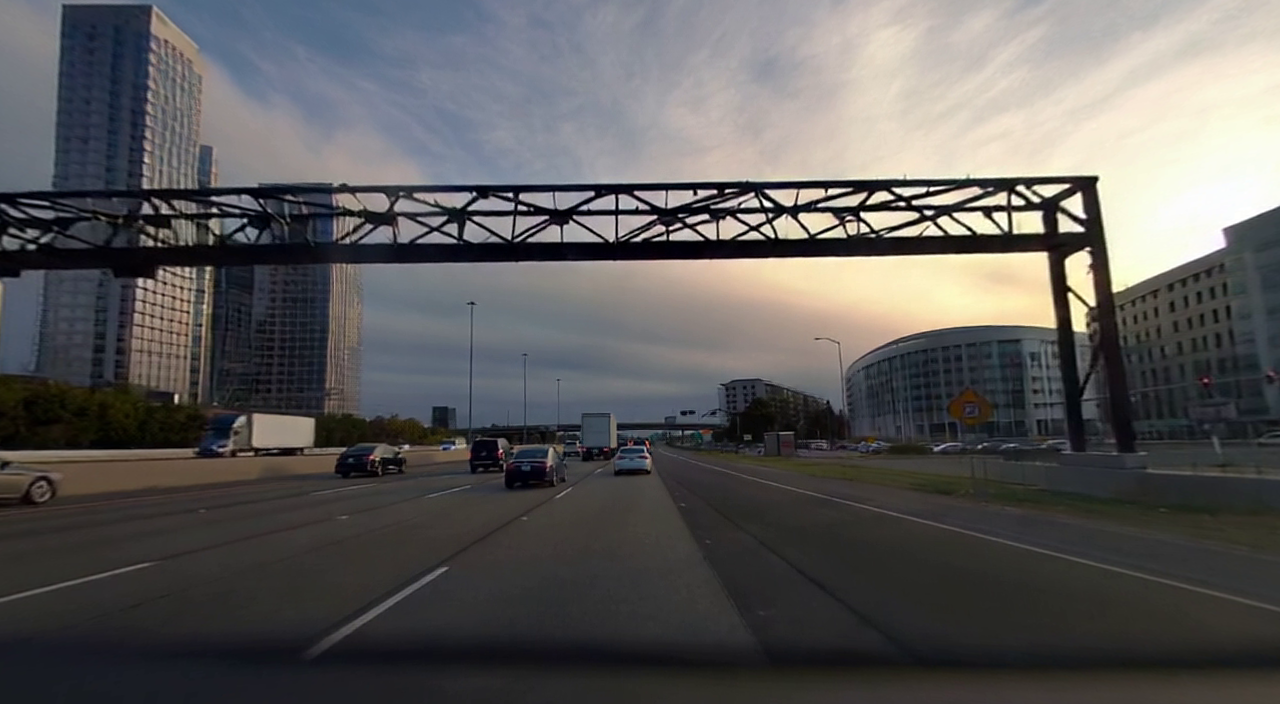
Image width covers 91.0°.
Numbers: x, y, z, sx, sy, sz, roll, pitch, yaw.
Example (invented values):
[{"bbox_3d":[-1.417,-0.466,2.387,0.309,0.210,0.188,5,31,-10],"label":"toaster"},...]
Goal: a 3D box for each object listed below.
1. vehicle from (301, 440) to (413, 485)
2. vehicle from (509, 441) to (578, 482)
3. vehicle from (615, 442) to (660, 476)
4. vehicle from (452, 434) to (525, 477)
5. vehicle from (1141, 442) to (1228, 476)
[{"bbox_3d":[-10.517,4.119,23.849,1.987,1.495,4.710,0,-8,1],"label":"vehicle"},{"bbox_3d":[-3.762,4.361,25.363,2.016,1.497,4.235,0,-8,1],"label":"vehicle"},{"bbox_3d":[-0.120,5.067,29.960,1.991,1.488,3.922,0,-8,0],"label":"vehicle"},{"bbox_3d":[-6.980,4.828,29.622,2.190,1.821,4.800,0,-8,1],"label":"vehicle"},{"bbox_3d":[26.718,5.224,31.073,2.059,1.507,4.352,-4,-9,25],"label":"vehicle"}]
